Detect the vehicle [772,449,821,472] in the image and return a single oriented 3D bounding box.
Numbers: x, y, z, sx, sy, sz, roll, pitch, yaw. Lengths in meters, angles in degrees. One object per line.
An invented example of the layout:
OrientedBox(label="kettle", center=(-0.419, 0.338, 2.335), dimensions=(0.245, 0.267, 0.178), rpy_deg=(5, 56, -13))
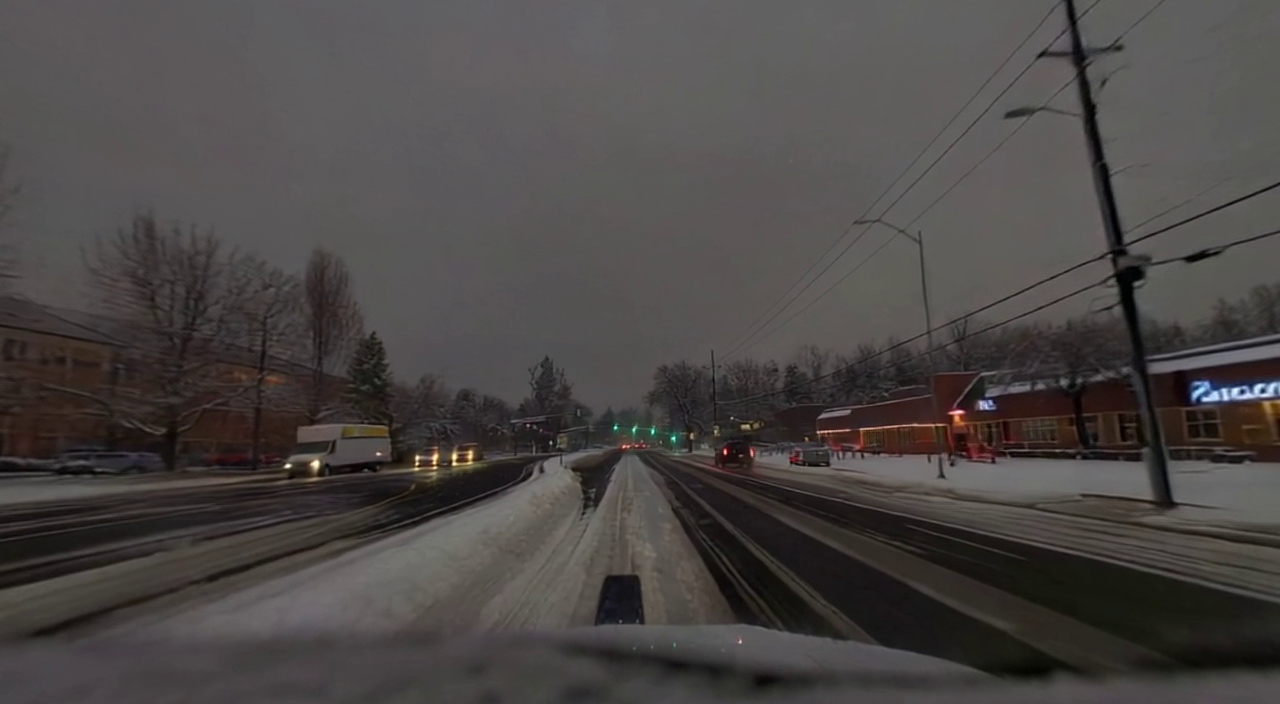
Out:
OrientedBox(label="vehicle", center=(10.260, 7.124, 41.656), dimensions=(1.902, 1.427, 4.458), rpy_deg=(0, -9, -3))

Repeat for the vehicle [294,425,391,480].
OrientedBox(label="vehicle", center=(-19.341, 6.608, 41.659), dimensions=(2.886, 3.299, 6.838), rpy_deg=(0, -9, 1))

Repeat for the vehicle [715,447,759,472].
OrientedBox(label="vehicle", center=(5.968, 6.681, 39.388), dimensions=(1.916, 1.437, 4.327), rpy_deg=(0, -9, -2))

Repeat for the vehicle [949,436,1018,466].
OrientedBox(label="vehicle", center=(19.813, 5.720, 36.624), dimensions=(1.815, 1.643, 3.746), rpy_deg=(0, -9, -1))

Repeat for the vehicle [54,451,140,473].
OrientedBox(label="vehicle", center=(-37.605, 7.608, 43.916), dimensions=(1.823, 1.460, 4.658), rpy_deg=(0, -9, 0))
